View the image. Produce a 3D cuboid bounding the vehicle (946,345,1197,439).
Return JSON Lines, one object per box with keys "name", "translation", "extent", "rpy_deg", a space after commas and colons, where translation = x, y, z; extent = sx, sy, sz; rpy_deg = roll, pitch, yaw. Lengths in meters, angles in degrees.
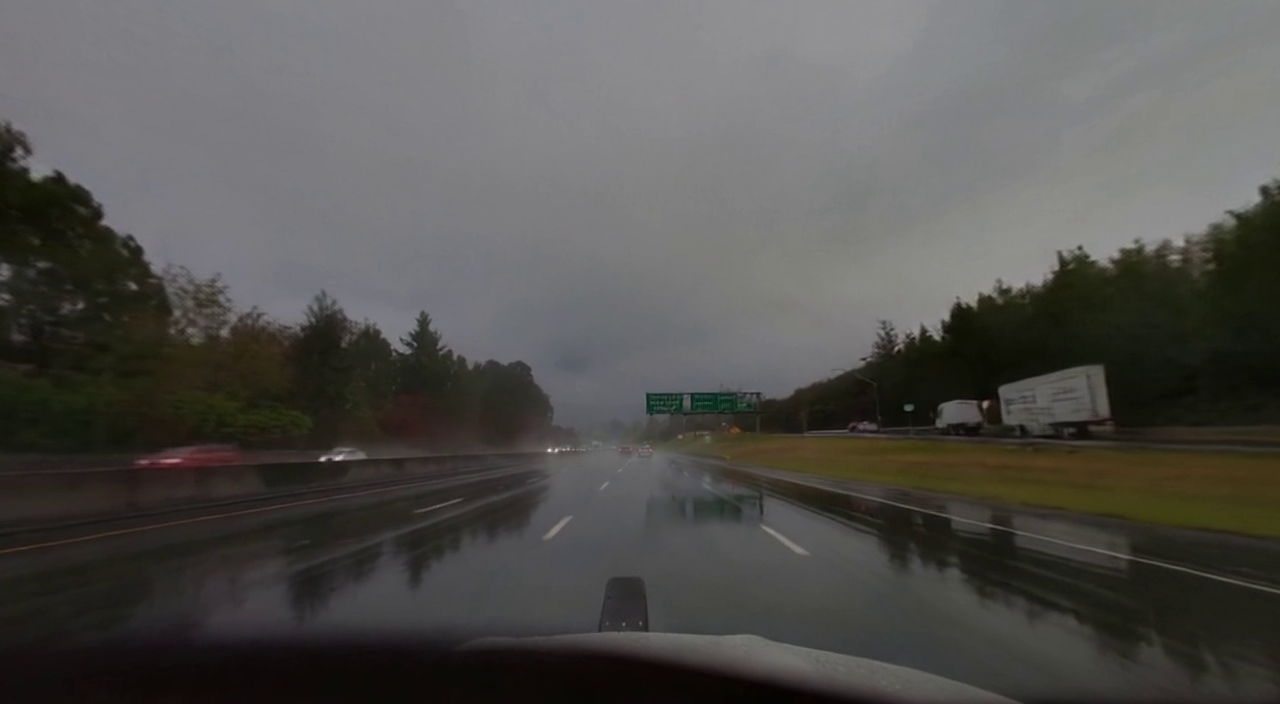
{"name": "vehicle", "translation": [23.579, 2.962, 37.006], "extent": [2.978, 4.245, 16.936], "rpy_deg": [0, -8, 0]}
